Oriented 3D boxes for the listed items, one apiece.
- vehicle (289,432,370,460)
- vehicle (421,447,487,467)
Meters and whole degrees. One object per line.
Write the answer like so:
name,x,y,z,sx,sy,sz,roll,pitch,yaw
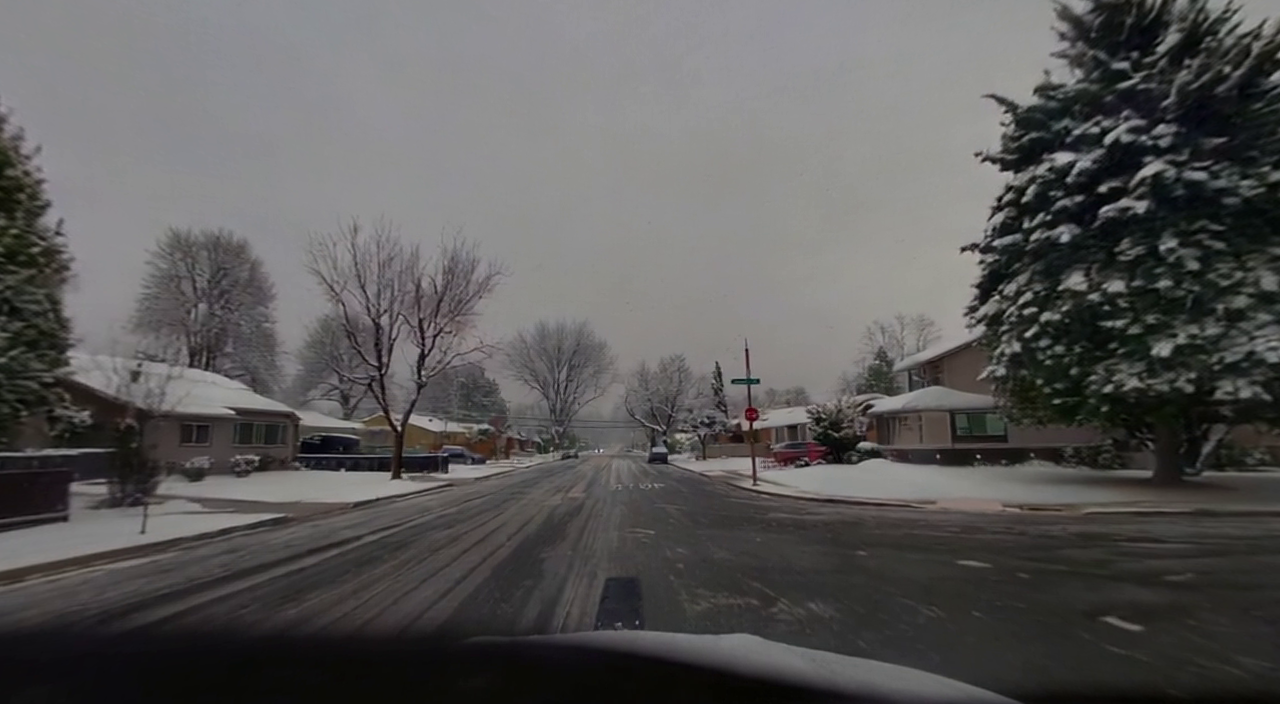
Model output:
vehicle,-19.339,5.887,39.515,4.093,1.661,1.765,0,-10,-6
vehicle,-14.508,8.186,49.446,4.572,1.522,1.999,1,-9,-6
